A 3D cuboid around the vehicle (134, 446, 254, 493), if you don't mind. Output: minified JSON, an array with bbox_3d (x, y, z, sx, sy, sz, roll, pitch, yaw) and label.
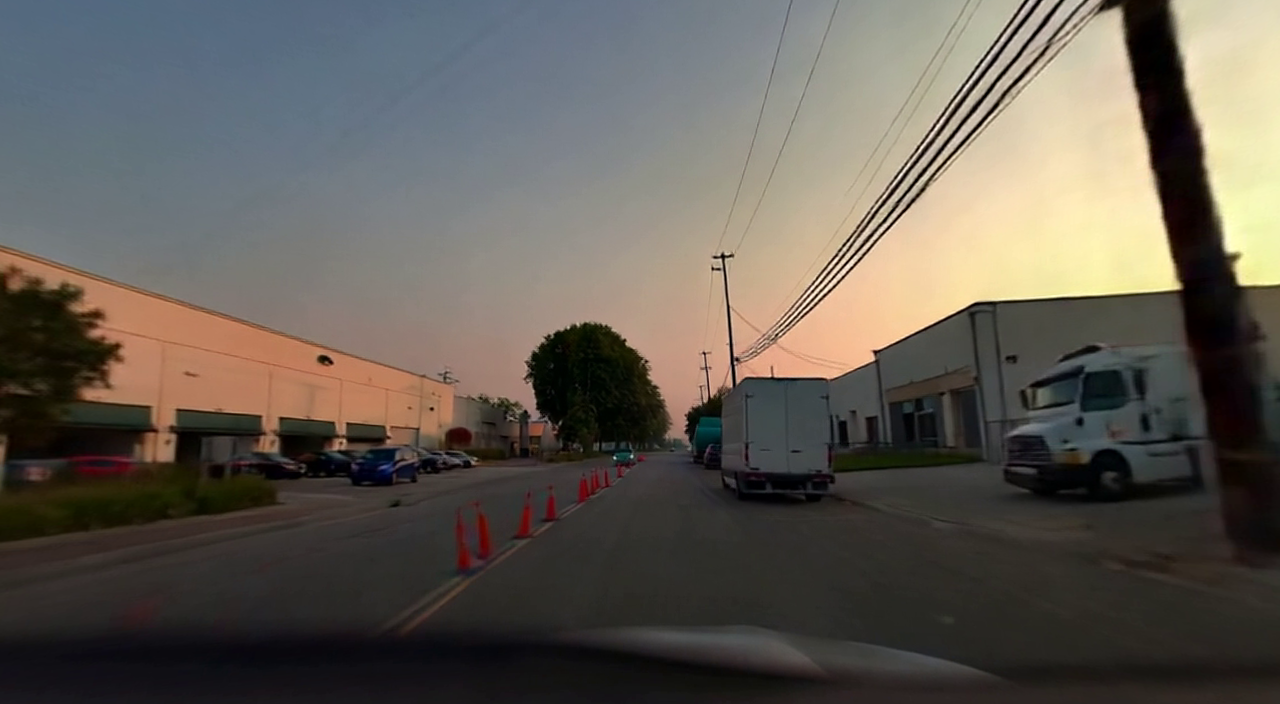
[{"bbox_3d":[-20.091,5.264,28.806,2.026,1.885,4.932,0,-8,-3],"label":"vehicle"}]

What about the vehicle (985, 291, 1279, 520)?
[{"bbox_3d":[10.311,1.228,12.605,2.764,3.329,6.843,0,-8,-1],"label":"vehicle"}]

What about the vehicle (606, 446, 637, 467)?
[{"bbox_3d":[-1.389,8.126,49.268,1.988,1.479,4.485,-1,-8,5],"label":"vehicle"}]

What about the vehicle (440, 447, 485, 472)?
[{"bbox_3d":[-13.121,7.957,46.913,2.078,1.674,4.652,-2,-9,-1],"label":"vehicle"}]

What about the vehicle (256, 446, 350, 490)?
[{"bbox_3d":[-14.947,5.125,28.335,1.971,1.789,4.360,0,-8,-3],"label":"vehicle"}]

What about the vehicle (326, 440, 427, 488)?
[{"bbox_3d":[-11.974,5.109,29.232,2.287,1.975,5.511,0,-8,0],"label":"vehicle"}]

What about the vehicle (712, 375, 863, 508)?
[{"bbox_3d":[4.097,2.783,19.589,2.871,3.301,7.433,0,-8,0],"label":"vehicle"}]

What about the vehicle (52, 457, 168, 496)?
[{"bbox_3d":[-22.859,5.342,27.439,1.833,1.454,3.782,0,-8,-2],"label":"vehicle"}]

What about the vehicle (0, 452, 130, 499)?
[{"bbox_3d":[-25.410,5.381,27.947,2.092,1.806,4.601,0,-9,-6],"label":"vehicle"}]
